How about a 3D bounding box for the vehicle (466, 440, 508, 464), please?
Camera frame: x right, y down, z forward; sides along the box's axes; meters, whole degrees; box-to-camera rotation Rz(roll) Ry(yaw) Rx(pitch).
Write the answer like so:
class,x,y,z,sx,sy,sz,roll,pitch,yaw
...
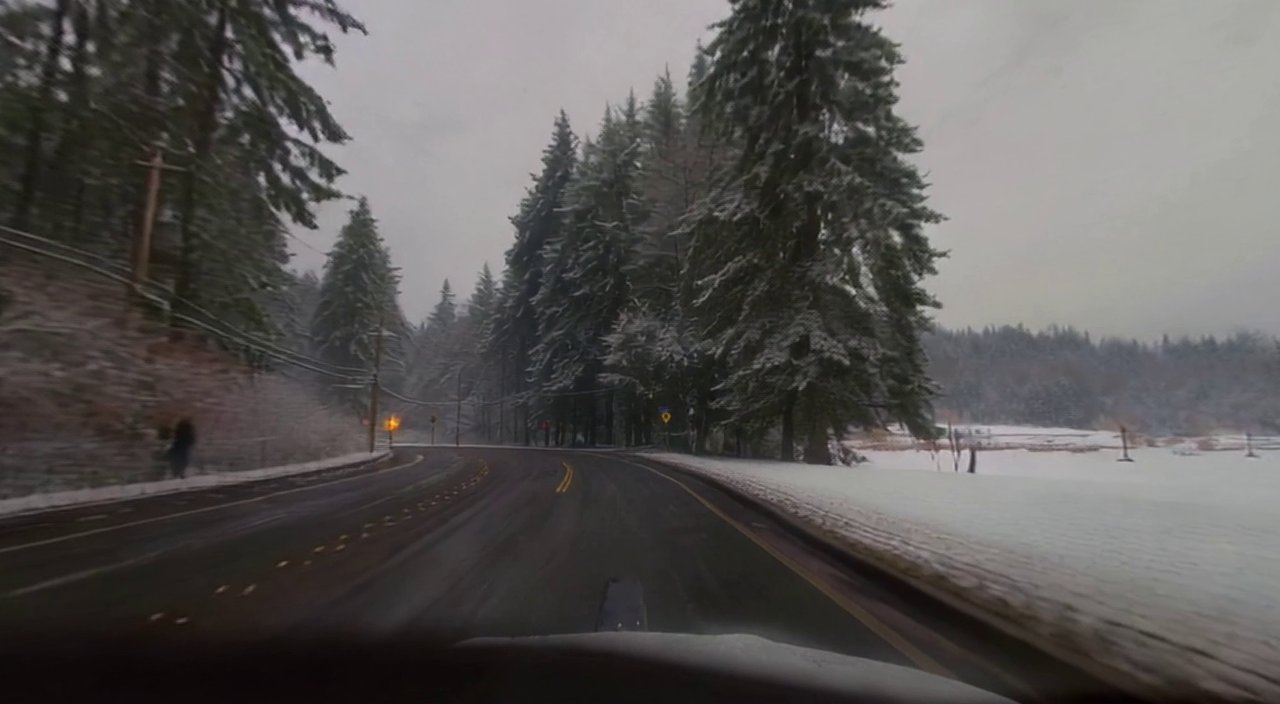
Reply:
class,x,y,z,sx,sy,sz,roll,pitch,yaw
vehicle,-10.726,7.028,44.390,2.129,1.590,4.616,0,-8,-4
